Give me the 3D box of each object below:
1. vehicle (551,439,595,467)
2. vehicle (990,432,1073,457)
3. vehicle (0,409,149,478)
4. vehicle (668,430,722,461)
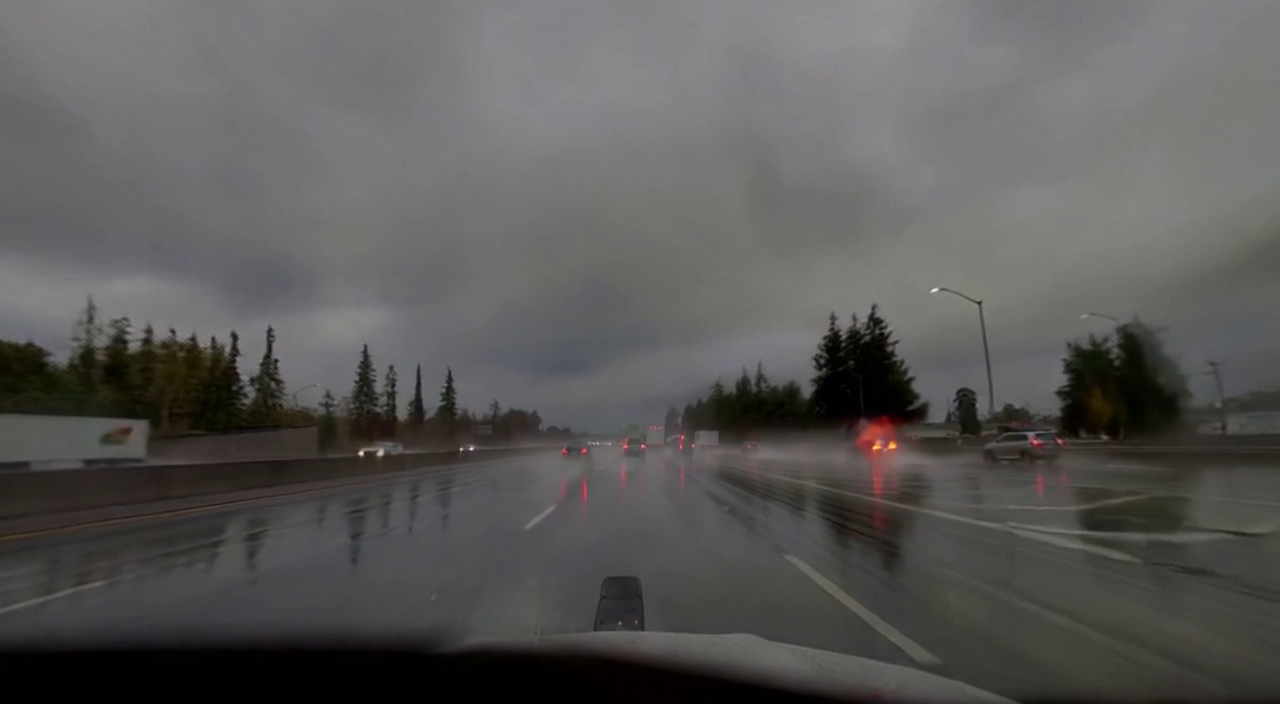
[{"bbox_3d":[-3.717,5.703,35.754,2.066,1.500,4.415,0,-8,0],"label":"vehicle"},{"bbox_3d":[30.750,7.300,49.613,2.139,1.881,5.005,4,-10,-28],"label":"vehicle"},{"bbox_3d":[-39.600,5.993,41.037,3.197,4.032,16.898,1,-9,-6],"label":"vehicle"},{"bbox_3d":[3.870,7.057,47.524,3.042,2.004,14.051,0,-8,1],"label":"vehicle"}]
